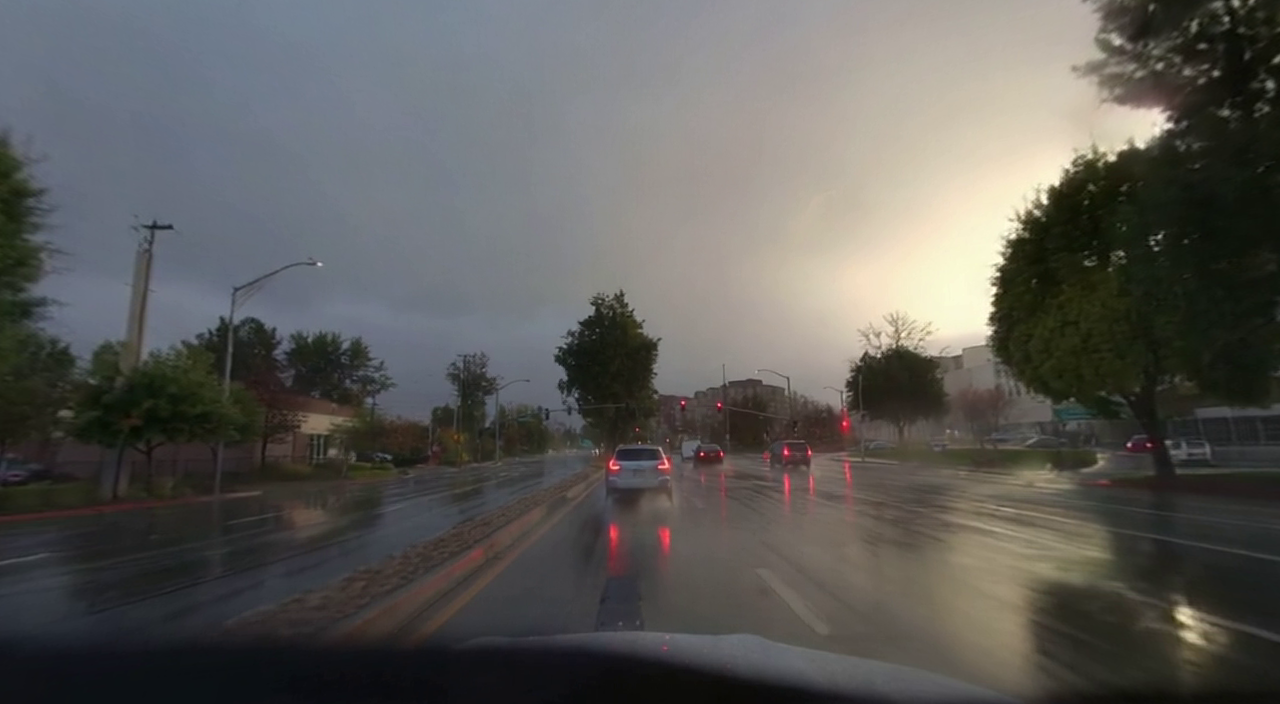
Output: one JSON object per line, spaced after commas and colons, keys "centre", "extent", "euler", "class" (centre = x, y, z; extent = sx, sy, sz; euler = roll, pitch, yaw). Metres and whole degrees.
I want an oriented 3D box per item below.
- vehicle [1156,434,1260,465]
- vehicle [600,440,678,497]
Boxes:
{"centre": [31.898, 5.479, 35.635], "extent": [1.873, 1.588, 4.133], "euler": [-2, -8, -1], "class": "vehicle"}
{"centre": [-0.050, 3.377, 18.724], "extent": [2.064, 1.477, 3.968], "euler": [0, -9, -1], "class": "vehicle"}
